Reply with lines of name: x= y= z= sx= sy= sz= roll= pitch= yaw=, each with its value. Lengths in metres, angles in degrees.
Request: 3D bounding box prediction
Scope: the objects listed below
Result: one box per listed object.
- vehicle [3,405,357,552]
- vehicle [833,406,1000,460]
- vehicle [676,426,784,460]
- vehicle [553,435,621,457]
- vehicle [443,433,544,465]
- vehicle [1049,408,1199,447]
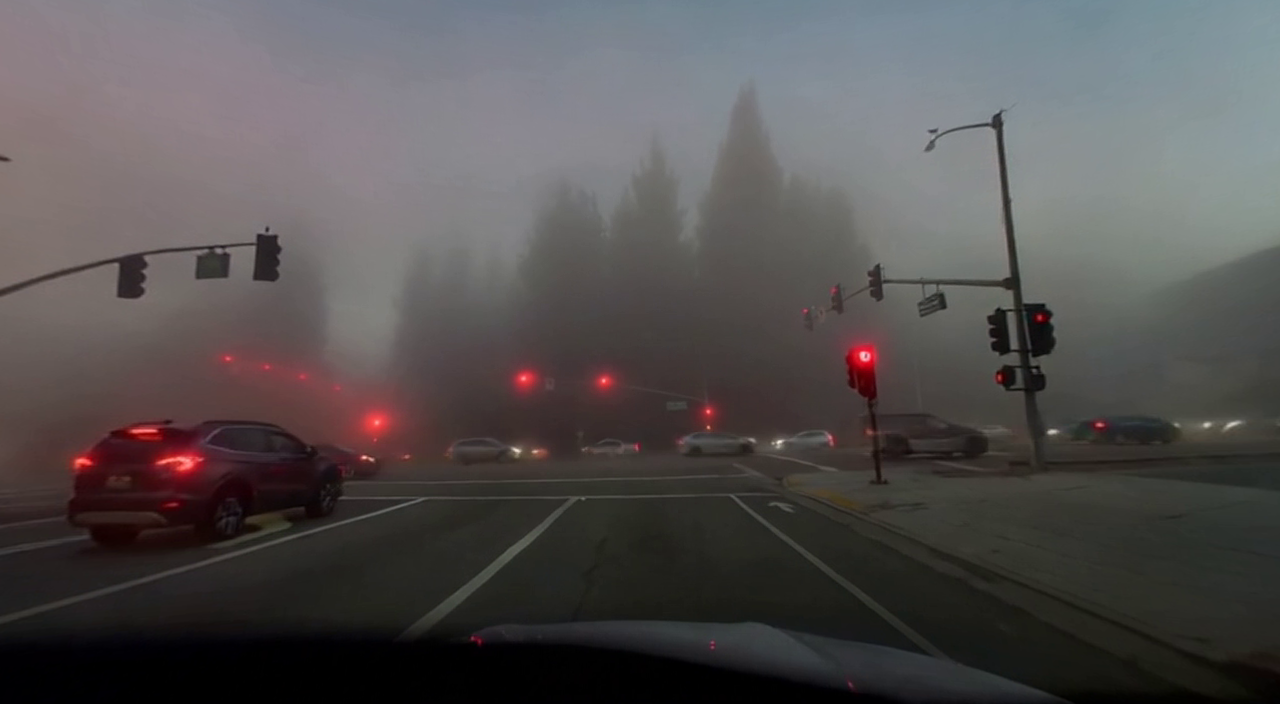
vehicle: x=-6.386 y=1.815 z=9.684 sx=1.785 sy=1.678 sz=4.729 roll=0 pitch=-9 yaw=1
vehicle: x=9.890 y=2.982 z=22.945 sx=5.084 sy=1.824 sz=2.050 roll=-1 pitch=-9 yaw=5
vehicle: x=3.894 y=4.021 z=27.702 sx=4.515 sy=1.422 sz=1.802 roll=-1 pitch=-9 yaw=6
vehicle: x=-3.604 y=6.491 z=43.363 sx=4.459 sy=1.477 sz=1.754 roll=-1 pitch=-9 yaw=6
vehicle: x=-7.409 y=4.954 z=32.090 sx=4.591 sy=1.525 sz=1.836 roll=-1 pitch=-9 yaw=6
vehicle: x=19.547 y=3.092 z=25.630 sx=4.429 sy=1.489 sz=1.773 roll=-1 pitch=-9 yaw=6
